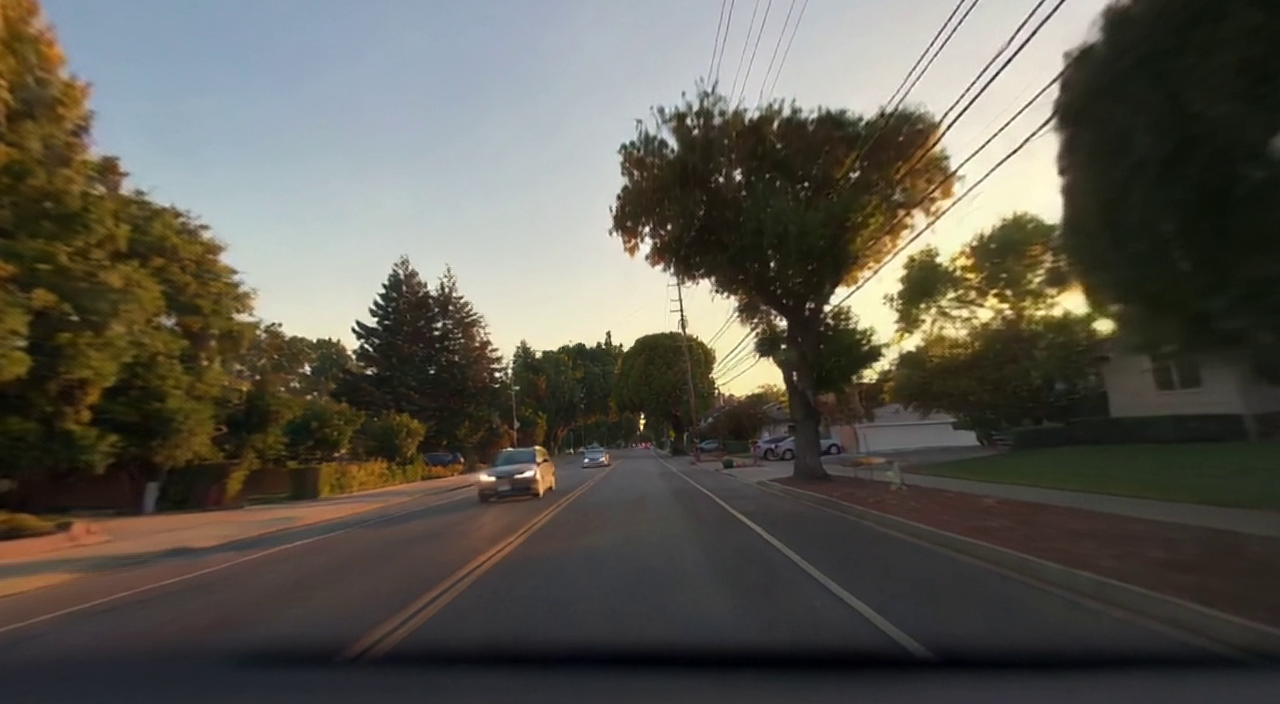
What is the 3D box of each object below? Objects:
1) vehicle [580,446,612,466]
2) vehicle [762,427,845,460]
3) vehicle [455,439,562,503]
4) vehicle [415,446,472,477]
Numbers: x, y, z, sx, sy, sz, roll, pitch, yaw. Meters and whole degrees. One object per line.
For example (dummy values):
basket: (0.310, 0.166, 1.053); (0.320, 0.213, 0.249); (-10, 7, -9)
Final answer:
vehicle: (-3.117, 7.524, 45.787); (1.968, 1.394, 3.890); (-1, -8, 1)
vehicle: (10.331, 5.821, 40.088); (4.626, 1.731, 2.007); (-3, -8, -2)
vehicle: (-3.631, 3.351, 18.232); (2.102, 1.524, 4.387); (-2, -8, 1)
vehicle: (-13.153, 7.313, 42.531); (2.053, 1.906, 4.889); (0, -8, 3)
